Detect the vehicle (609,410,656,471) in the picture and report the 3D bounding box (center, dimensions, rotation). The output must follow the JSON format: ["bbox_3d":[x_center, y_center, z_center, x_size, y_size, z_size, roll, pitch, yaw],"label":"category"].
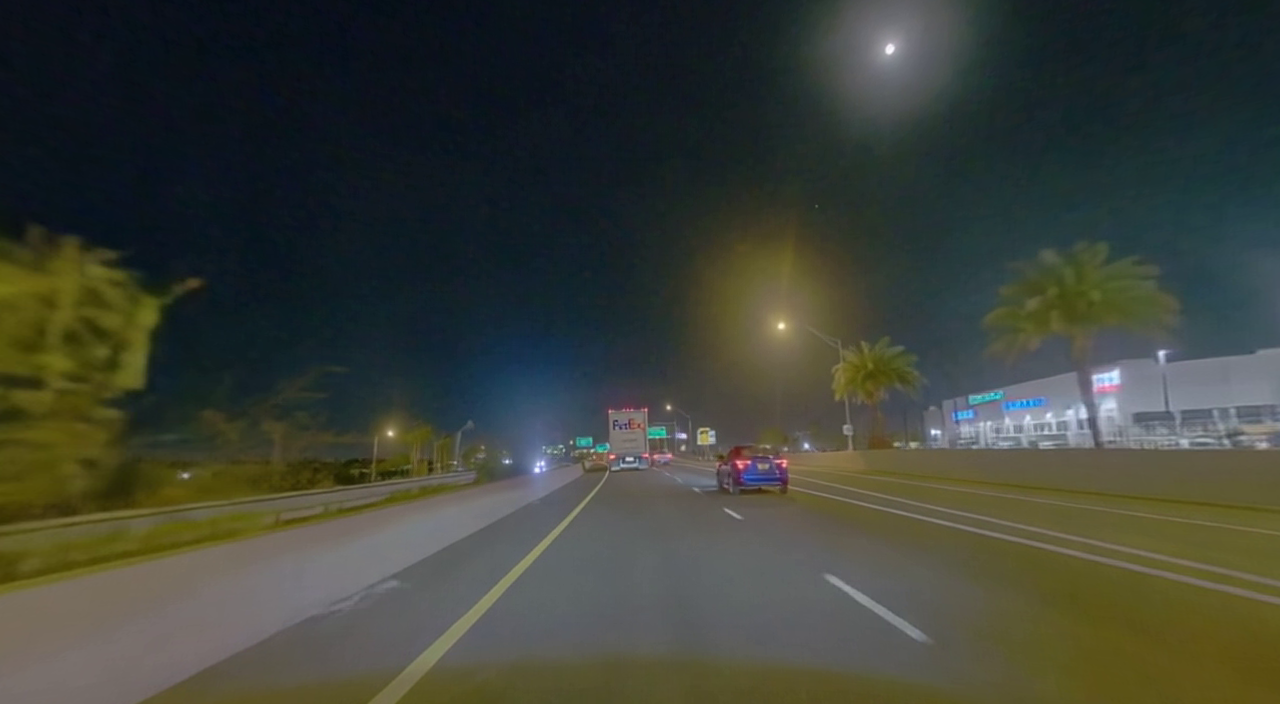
[{"bbox_3d":[-0.658,6.927,48.891,3.243,4.134,11.656,0,-9,-1],"label":"vehicle"}]

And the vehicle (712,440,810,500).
[{"bbox_3d":[3.430,3.426,18.737,1.966,1.558,4.238,0,-9,-1],"label":"vehicle"}]
